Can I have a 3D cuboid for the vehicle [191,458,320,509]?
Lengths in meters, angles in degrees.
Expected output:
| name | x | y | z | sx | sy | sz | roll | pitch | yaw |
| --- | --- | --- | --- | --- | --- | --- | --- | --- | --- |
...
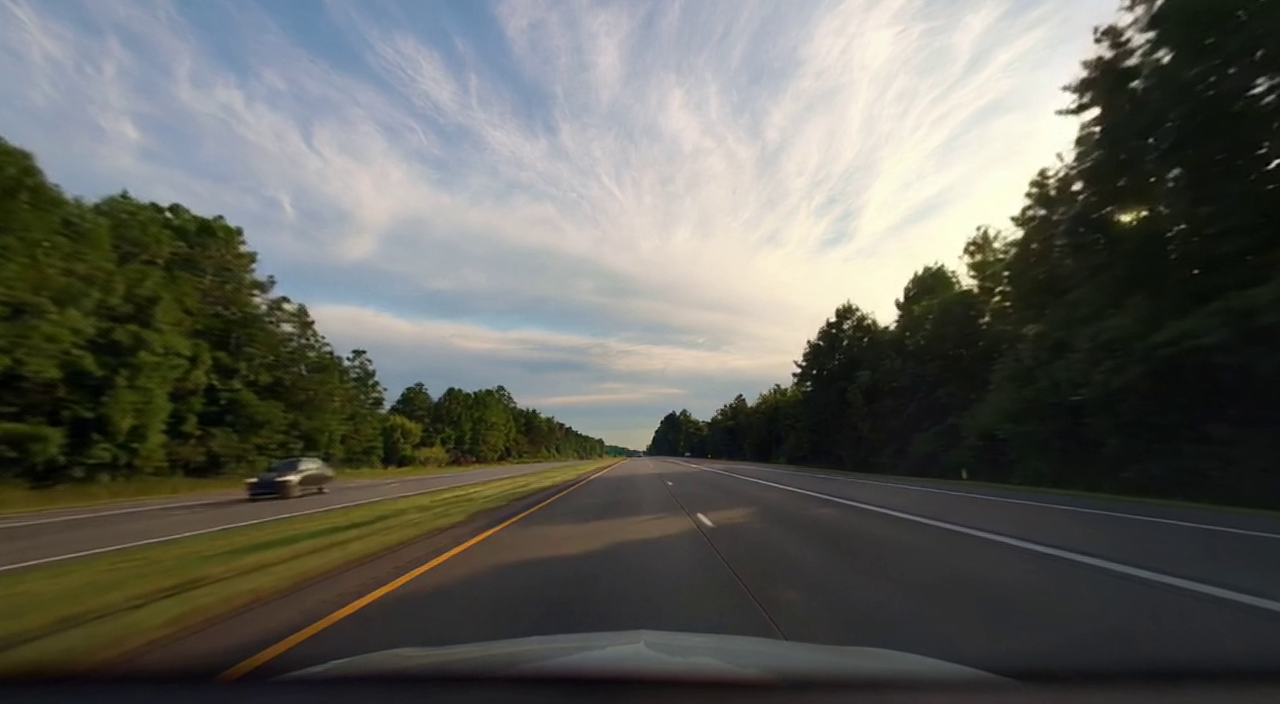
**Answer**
| name | x | y | z | sx | sy | sz | roll | pitch | yaw |
| --- | --- | --- | --- | --- | --- | --- | --- | --- | --- |
| vehicle | -12.156 | 4.159 | 20.250 | 1.764 | 1.404 | 3.791 | 0 | -9 | -1 |
